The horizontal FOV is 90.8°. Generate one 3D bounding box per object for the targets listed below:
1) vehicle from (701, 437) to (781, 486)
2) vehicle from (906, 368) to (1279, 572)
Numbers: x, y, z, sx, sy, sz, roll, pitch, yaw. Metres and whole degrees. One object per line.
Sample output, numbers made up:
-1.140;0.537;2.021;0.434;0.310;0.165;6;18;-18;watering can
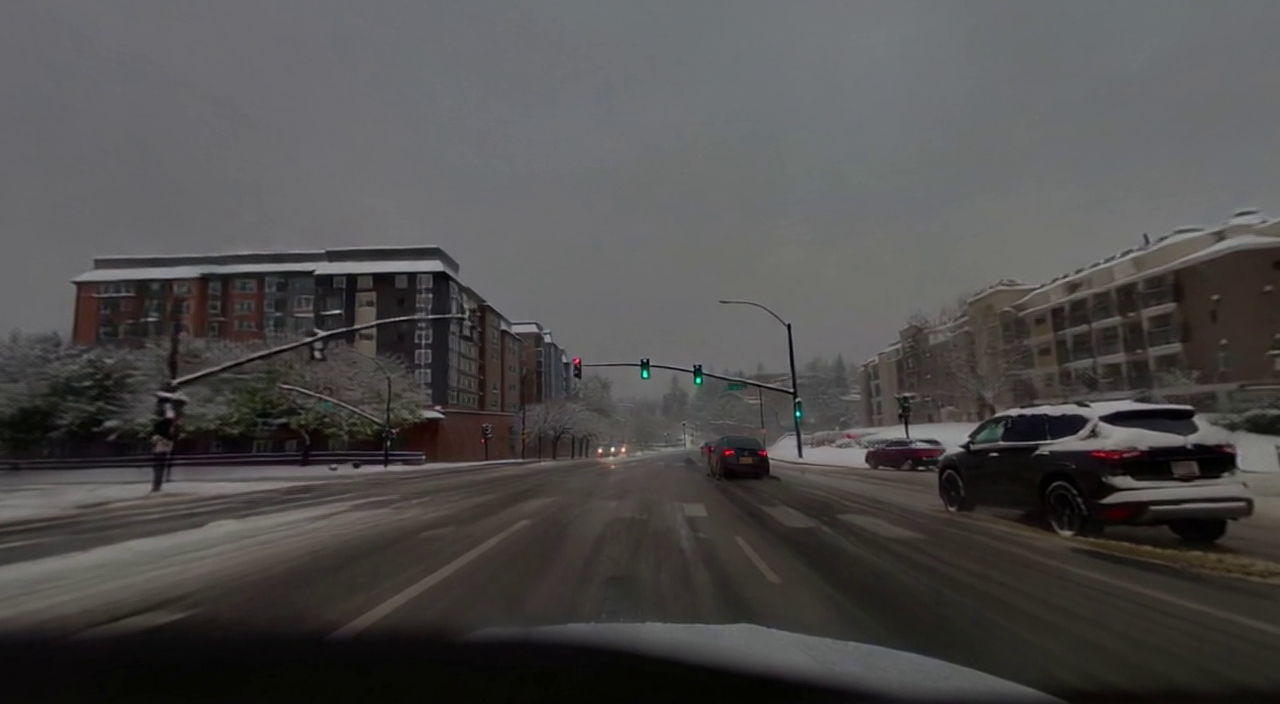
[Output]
3.294;3.677;21.485;2.003;1.480;4.494;0;-9;0;vehicle
6.331;1.591;9.173;2.427;2.017;5.763;0;-9;0;vehicle
